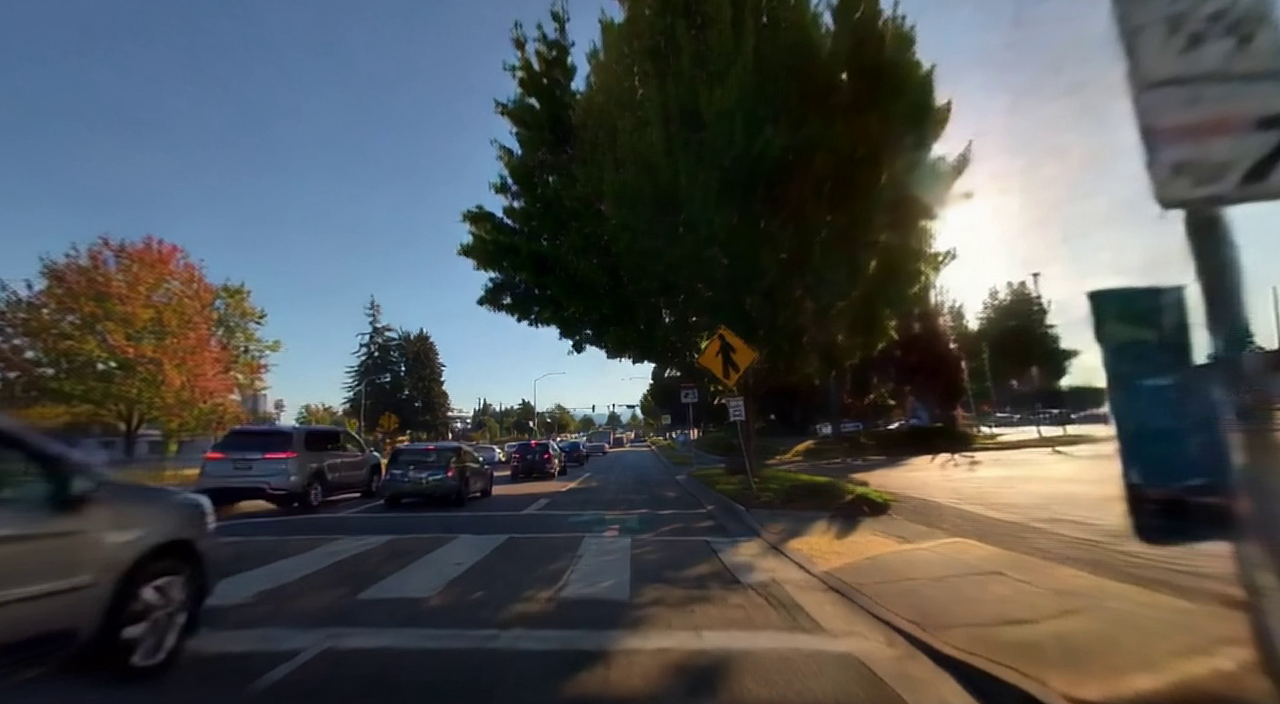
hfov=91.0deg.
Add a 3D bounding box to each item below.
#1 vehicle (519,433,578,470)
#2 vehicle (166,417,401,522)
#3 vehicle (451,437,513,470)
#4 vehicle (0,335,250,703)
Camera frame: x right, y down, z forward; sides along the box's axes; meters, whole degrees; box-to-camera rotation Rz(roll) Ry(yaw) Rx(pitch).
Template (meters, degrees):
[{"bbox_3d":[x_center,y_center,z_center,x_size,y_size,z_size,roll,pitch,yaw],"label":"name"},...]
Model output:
[{"bbox_3d":[-4.123,4.564,28.984,2.060,1.580,3.980,0,-8,1],"label":"vehicle"},{"bbox_3d":[-7.000,2.348,13.140,2.102,1.774,4.662,0,-8,1],"label":"vehicle"},{"bbox_3d":[-7.553,4.908,30.553,1.875,1.479,4.558,0,-8,-1],"label":"vehicle"},{"bbox_3d":[-3.893,0.753,2.048,2.306,1.815,4.476,0,-8,1],"label":"vehicle"}]
